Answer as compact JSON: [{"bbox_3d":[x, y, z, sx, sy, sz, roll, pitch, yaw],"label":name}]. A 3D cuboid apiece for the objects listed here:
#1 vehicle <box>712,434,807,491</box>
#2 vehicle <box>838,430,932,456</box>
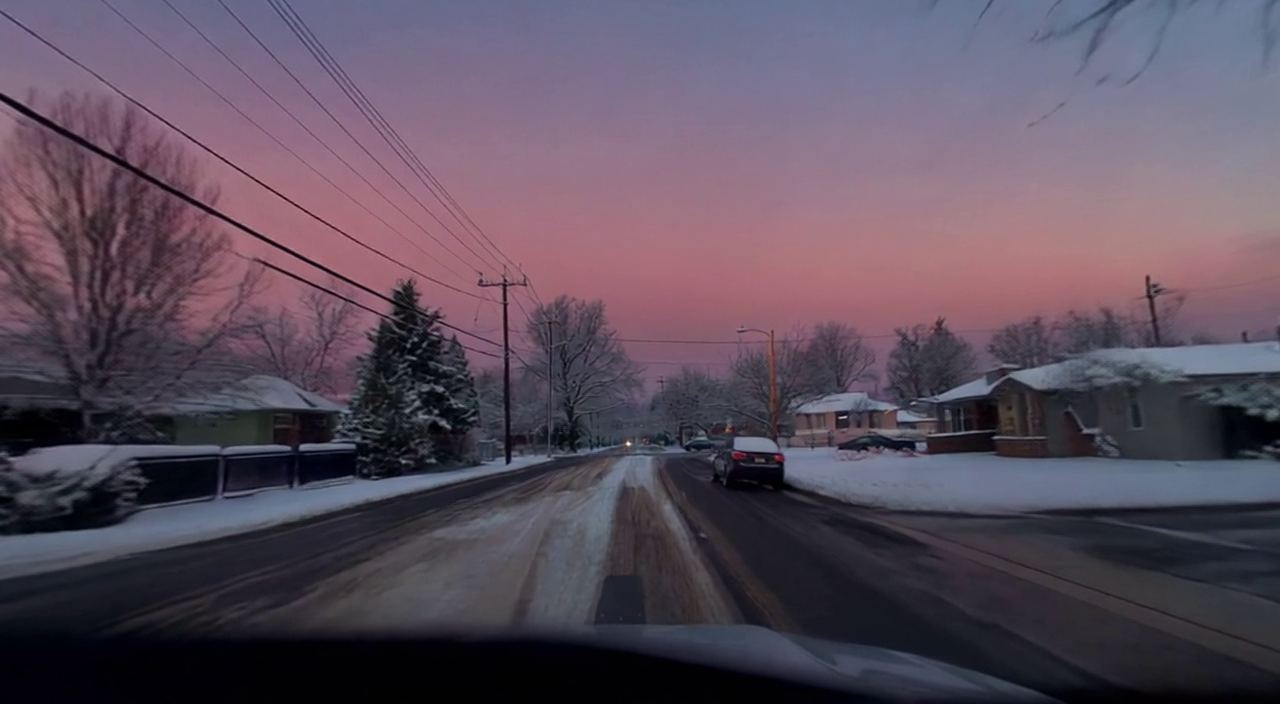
[{"bbox_3d":[3.560,3.391,19.761,2.012,1.531,4.557,0,-8,-1],"label":"vehicle"},{"bbox_3d":[14.445,5.413,37.515,4.737,1.493,2.001,-1,-8,4],"label":"vehicle"}]
